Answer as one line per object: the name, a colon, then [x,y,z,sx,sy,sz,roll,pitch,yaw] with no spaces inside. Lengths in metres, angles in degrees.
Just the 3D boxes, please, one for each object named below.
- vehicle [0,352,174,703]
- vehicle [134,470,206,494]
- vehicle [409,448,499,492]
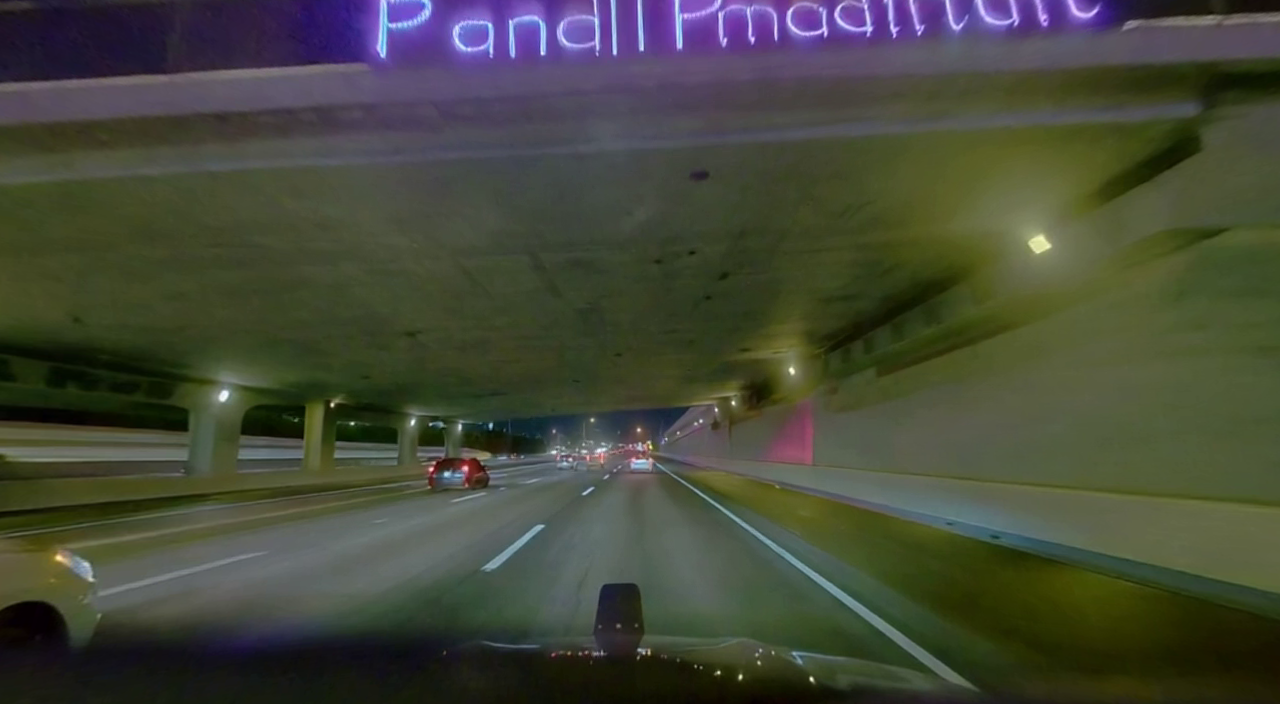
vehicle: [-3.687,0.666,1.235,2.059,1.725,4.521,0,-9,0]
vehicle: [-35.487,9.800,47.693,1.835,1.506,4.726,0,-9,0]
vehicle: [-7.282,4.655,25.266,1.998,1.542,4.953,0,-9,1]
